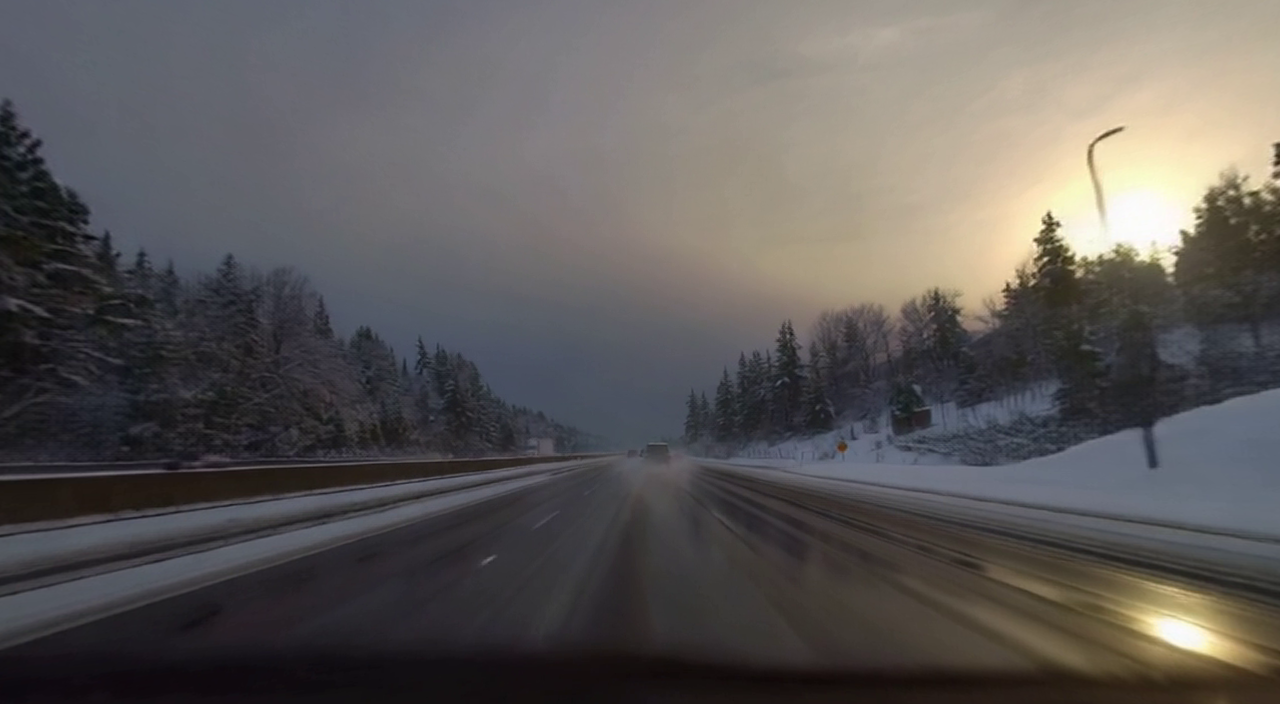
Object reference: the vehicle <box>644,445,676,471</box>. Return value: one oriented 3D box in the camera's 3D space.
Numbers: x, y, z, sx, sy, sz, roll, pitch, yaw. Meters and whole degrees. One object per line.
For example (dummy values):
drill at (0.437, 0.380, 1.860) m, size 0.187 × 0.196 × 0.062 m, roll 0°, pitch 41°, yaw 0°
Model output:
vehicle at (1.538, 8.393, 49.850) m, size 2.279 × 1.934 × 4.268 m, roll 0°, pitch -9°, yaw -1°

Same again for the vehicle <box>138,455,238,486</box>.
vehicle at (-23.452, 6.144, 32.938) m, size 1.807 × 1.439 × 4.372 m, roll -1°, pitch -9°, yaw 3°
